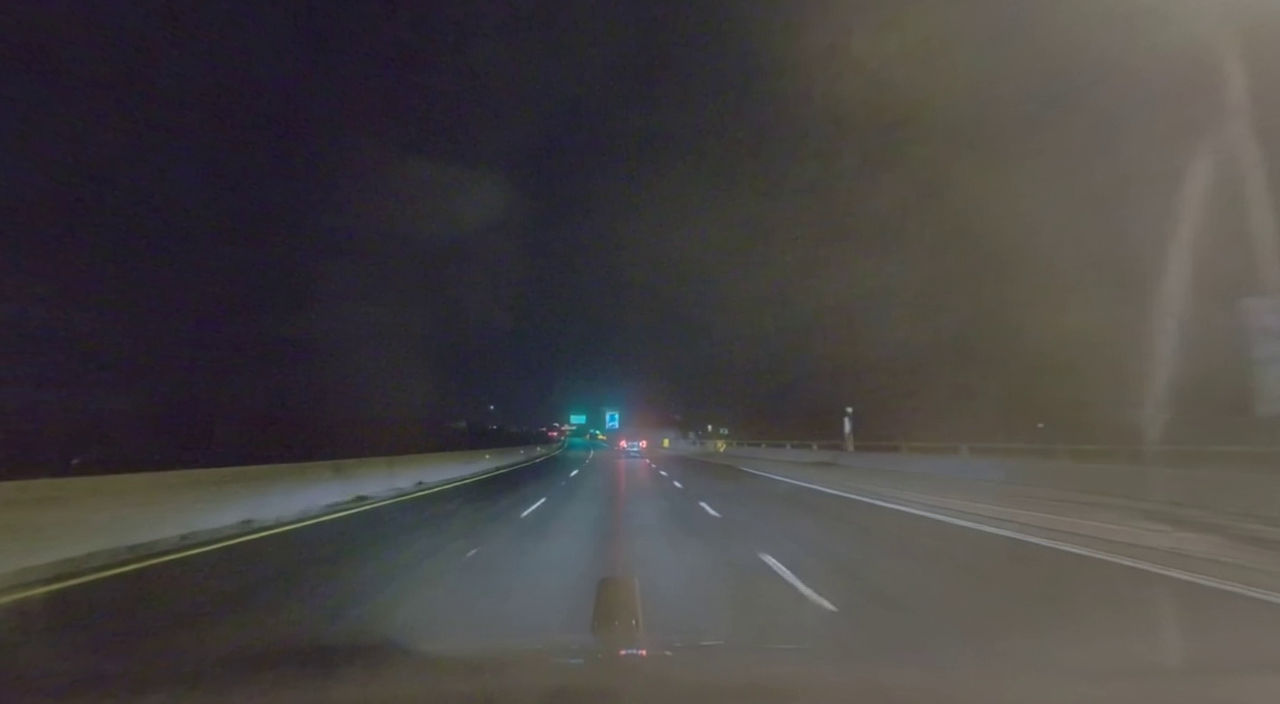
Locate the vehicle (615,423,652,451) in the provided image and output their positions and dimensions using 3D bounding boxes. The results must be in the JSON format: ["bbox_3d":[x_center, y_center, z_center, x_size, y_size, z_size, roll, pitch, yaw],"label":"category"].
[{"bbox_3d":[-0.488,5.440,40.319,2.157,1.647,4.524,0,-8,-3],"label":"vehicle"}]
